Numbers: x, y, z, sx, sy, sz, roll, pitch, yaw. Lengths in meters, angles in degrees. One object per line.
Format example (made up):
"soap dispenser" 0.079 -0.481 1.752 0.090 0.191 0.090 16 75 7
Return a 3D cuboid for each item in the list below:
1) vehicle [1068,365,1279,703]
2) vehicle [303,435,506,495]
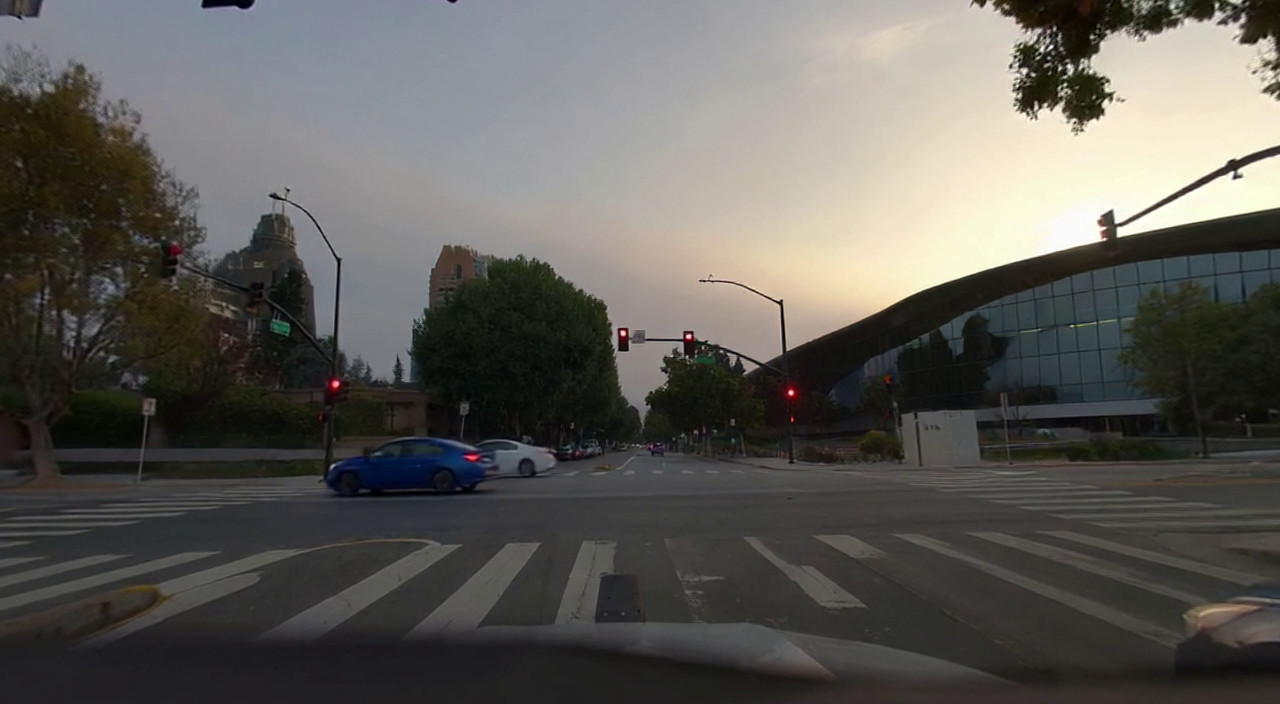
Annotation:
"vehicle" 2.884 0.676 0.830 1.947 1.576 3.825 0 -8 1
"vehicle" -6.204 3.017 16.995 4.723 1.484 1.883 0 -8 0
